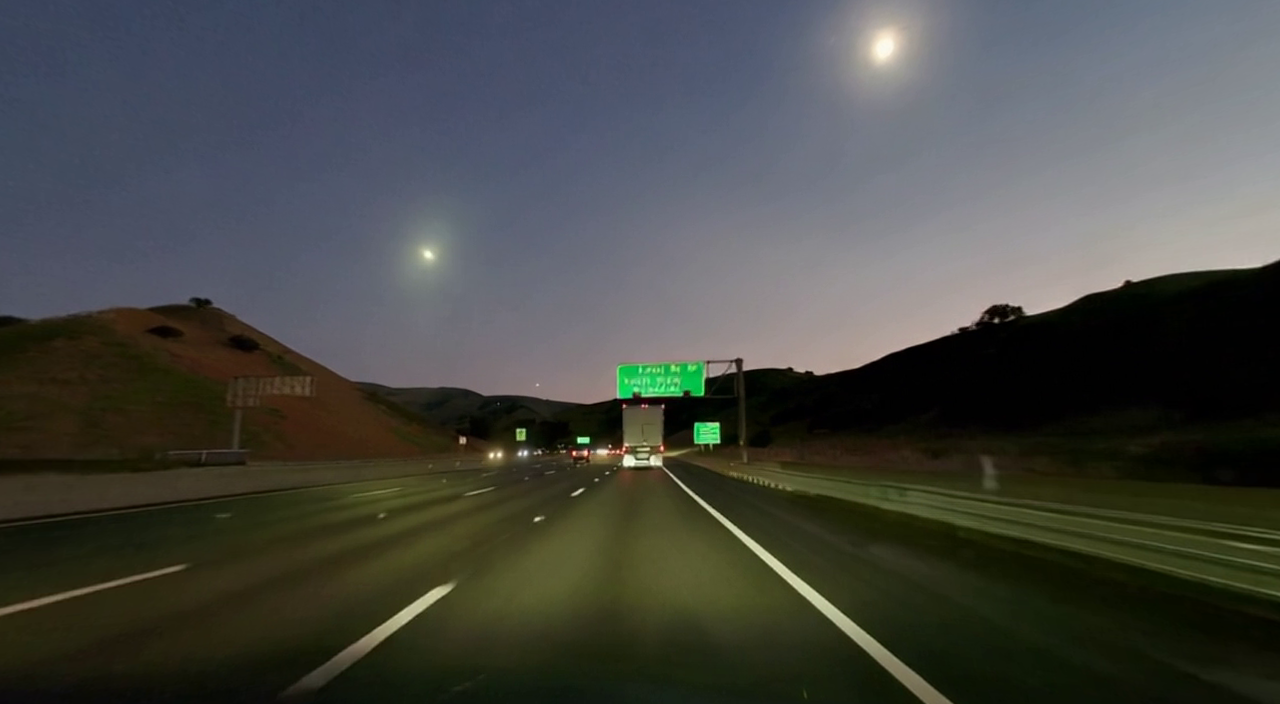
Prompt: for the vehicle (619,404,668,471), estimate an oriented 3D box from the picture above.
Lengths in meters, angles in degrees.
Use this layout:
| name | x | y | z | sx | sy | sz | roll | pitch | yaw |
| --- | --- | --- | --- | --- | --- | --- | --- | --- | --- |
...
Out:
| name | x | y | z | sx | sy | sz | roll | pitch | yaw |
| --- | --- | --- | --- | --- | --- | --- | --- | --- | --- |
| vehicle | 0.324 | 6.195 | 45.183 | 3.039 | 4.131 | 11.822 | -1 | -9 | 1 |
